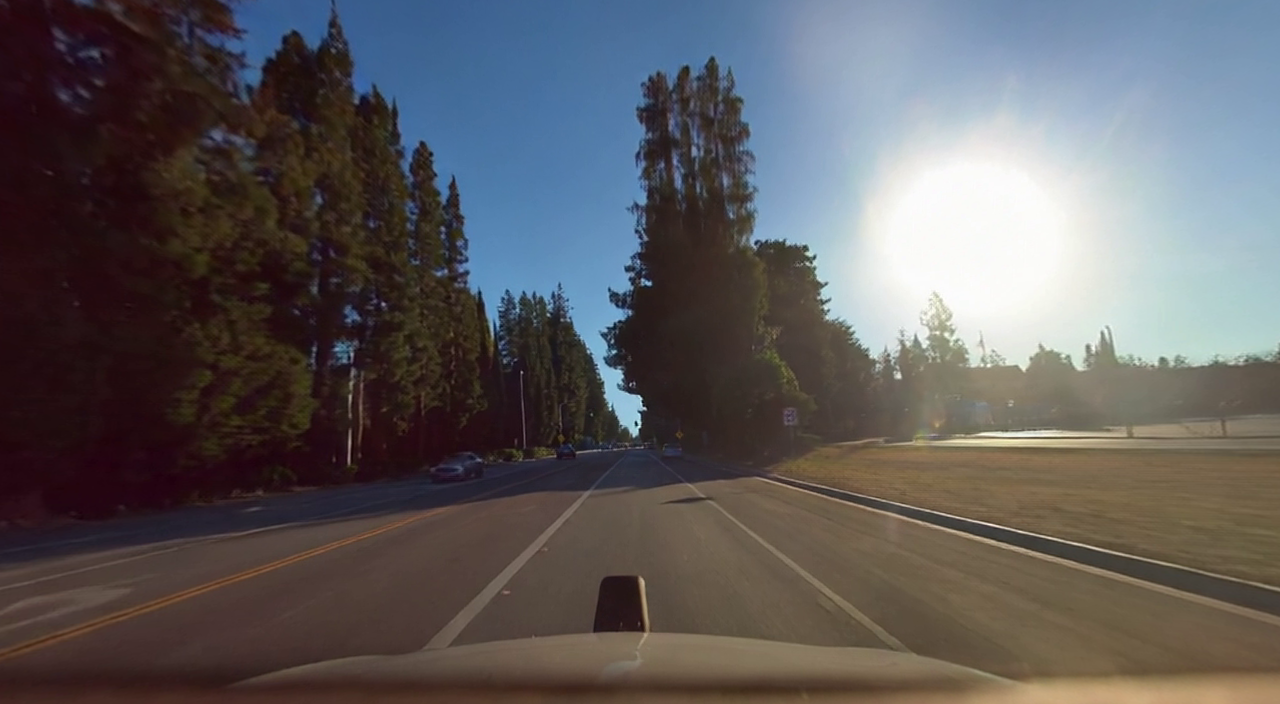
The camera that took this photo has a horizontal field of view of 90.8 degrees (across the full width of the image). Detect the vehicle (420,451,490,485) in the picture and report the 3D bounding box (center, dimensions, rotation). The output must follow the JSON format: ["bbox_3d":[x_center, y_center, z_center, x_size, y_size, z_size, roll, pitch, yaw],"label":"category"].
[{"bbox_3d":[-8.930,5.627,30.955,2.011,1.482,4.671,0,-8,0],"label":"vehicle"}]
